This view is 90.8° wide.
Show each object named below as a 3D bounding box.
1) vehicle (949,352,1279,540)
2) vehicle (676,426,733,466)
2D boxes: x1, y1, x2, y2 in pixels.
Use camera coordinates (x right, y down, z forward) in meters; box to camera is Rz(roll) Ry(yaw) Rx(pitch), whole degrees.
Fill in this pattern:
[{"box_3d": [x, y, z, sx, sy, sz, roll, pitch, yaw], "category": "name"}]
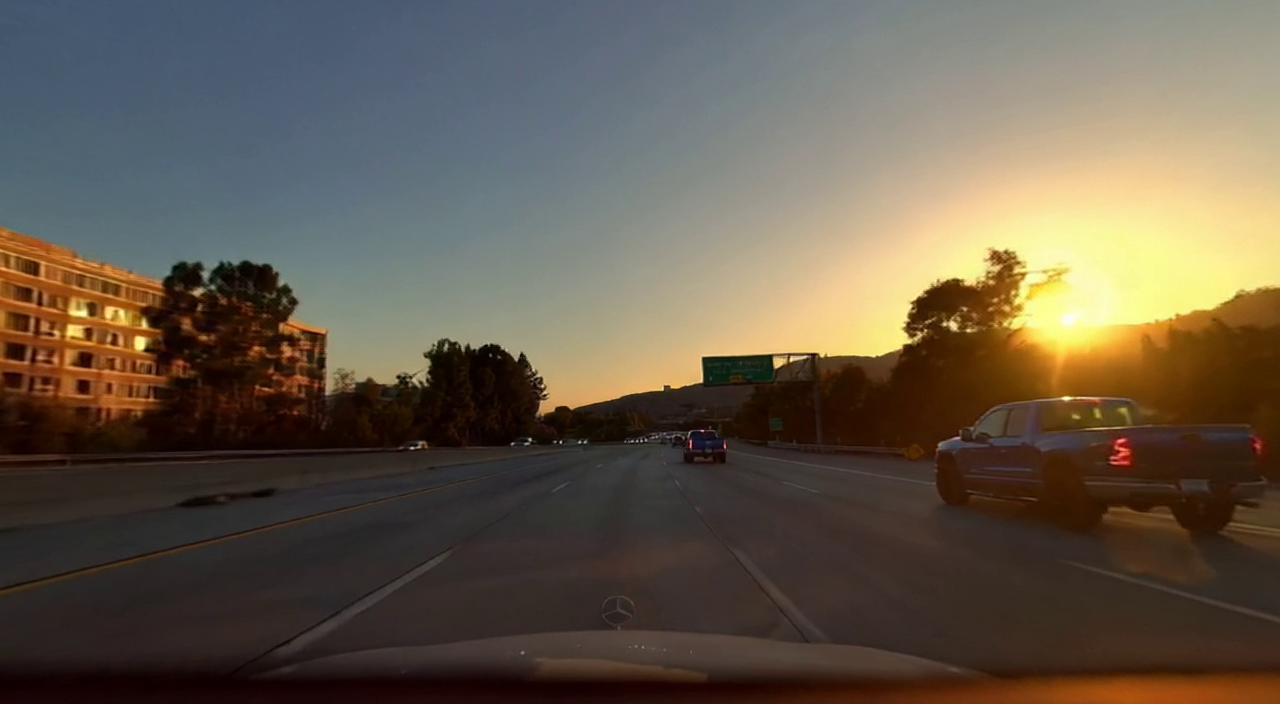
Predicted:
[{"box_3d": [7.579, 1.518, 10.389, 2.158, 2.268, 5.396, 0, -9, 0], "category": "vehicle"}, {"box_3d": [3.383, 5.102, 34.202, 2.462, 1.984, 4.718, 0, -8, -1], "category": "vehicle"}]
